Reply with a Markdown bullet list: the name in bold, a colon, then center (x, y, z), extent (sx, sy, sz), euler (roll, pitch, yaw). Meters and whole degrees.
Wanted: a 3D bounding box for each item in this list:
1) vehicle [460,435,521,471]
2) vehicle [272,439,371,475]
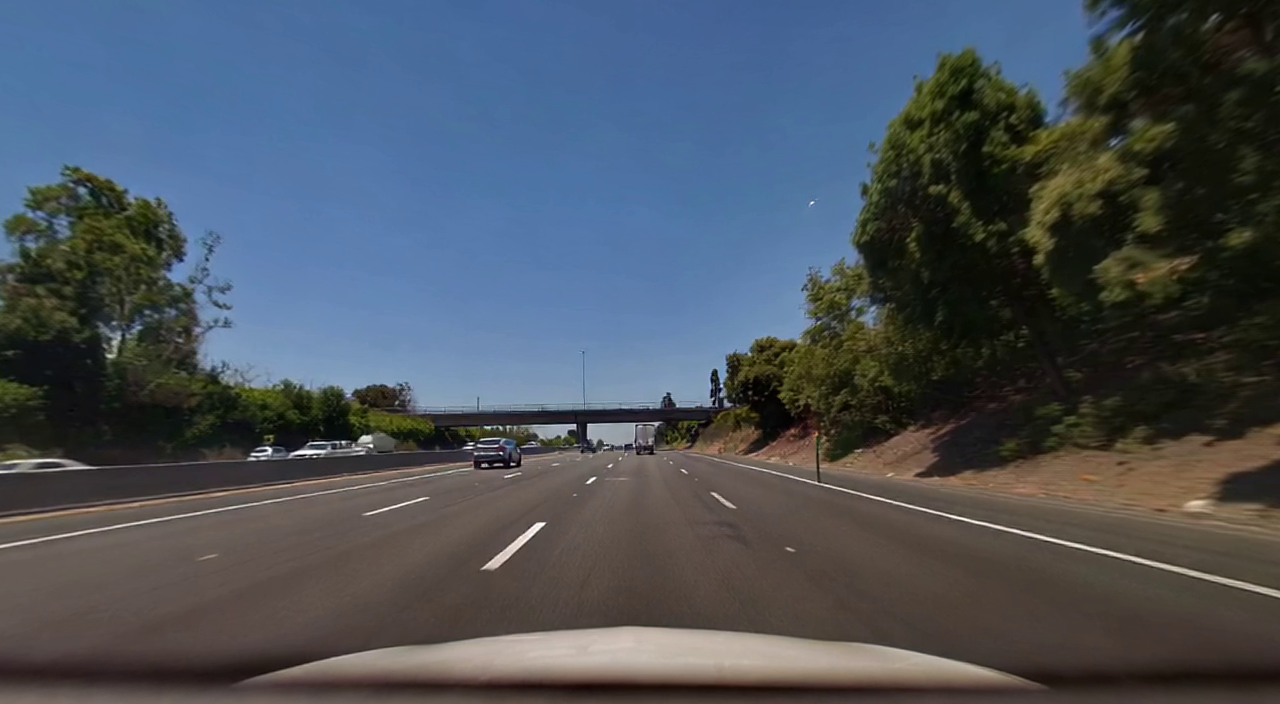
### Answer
- **vehicle**: center (-7.364, 5.027, 31.590), extent (1.981, 1.685, 4.171), euler (0, -8, 1)
- **vehicle**: center (-16.798, 5.529, 33.672), extent (2.203, 1.745, 5.687), euler (0, -8, 1)
